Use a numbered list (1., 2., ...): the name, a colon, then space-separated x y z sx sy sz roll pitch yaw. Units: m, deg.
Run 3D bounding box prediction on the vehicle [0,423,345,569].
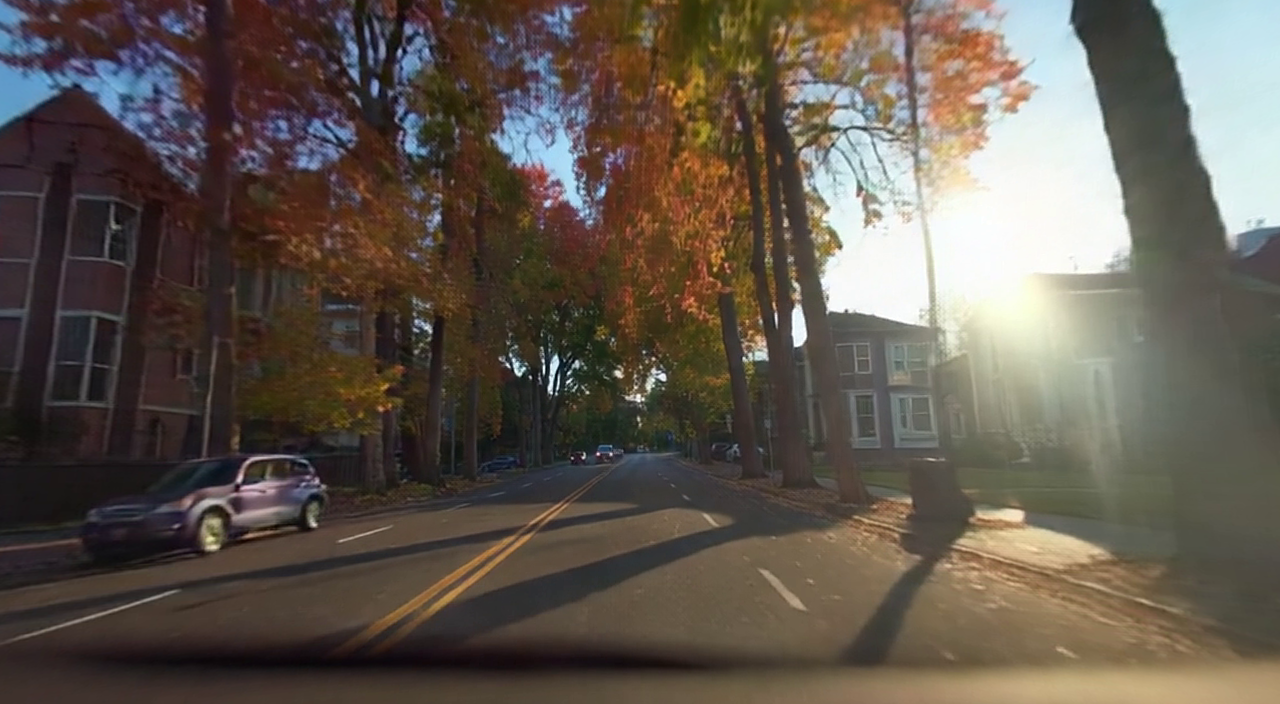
1. vehicle: -7.292 2.311 10.737 2.129 1.730 5.544 -2 -10 -3
